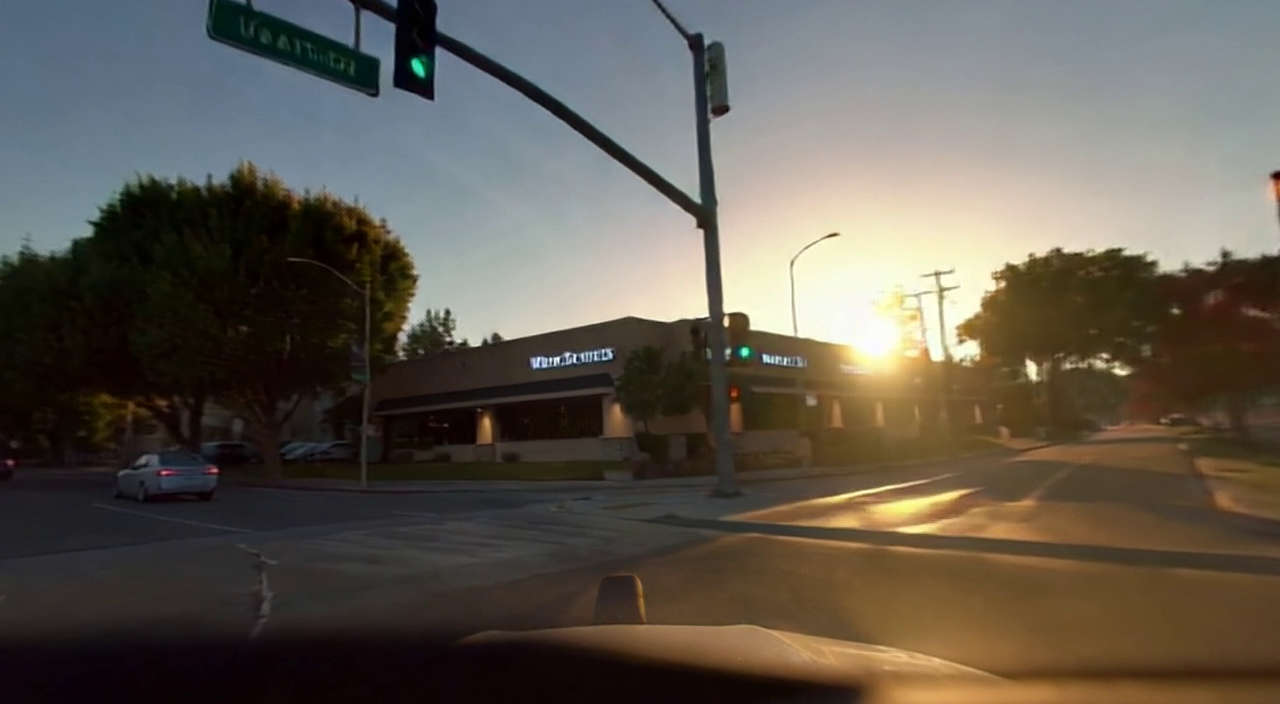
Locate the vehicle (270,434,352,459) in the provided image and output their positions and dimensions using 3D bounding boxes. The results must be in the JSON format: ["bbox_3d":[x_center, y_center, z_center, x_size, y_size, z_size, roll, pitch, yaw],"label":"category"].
[{"bbox_3d":[-24.208,6.958,46.684,2.189,1.737,4.851,-6,-9,34],"label":"vehicle"}]

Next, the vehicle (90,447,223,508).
[{"bbox_3d":[-15.391,3.876,20.053,4.312,1.642,2.197,-6,-10,37],"label":"vehicle"}]
